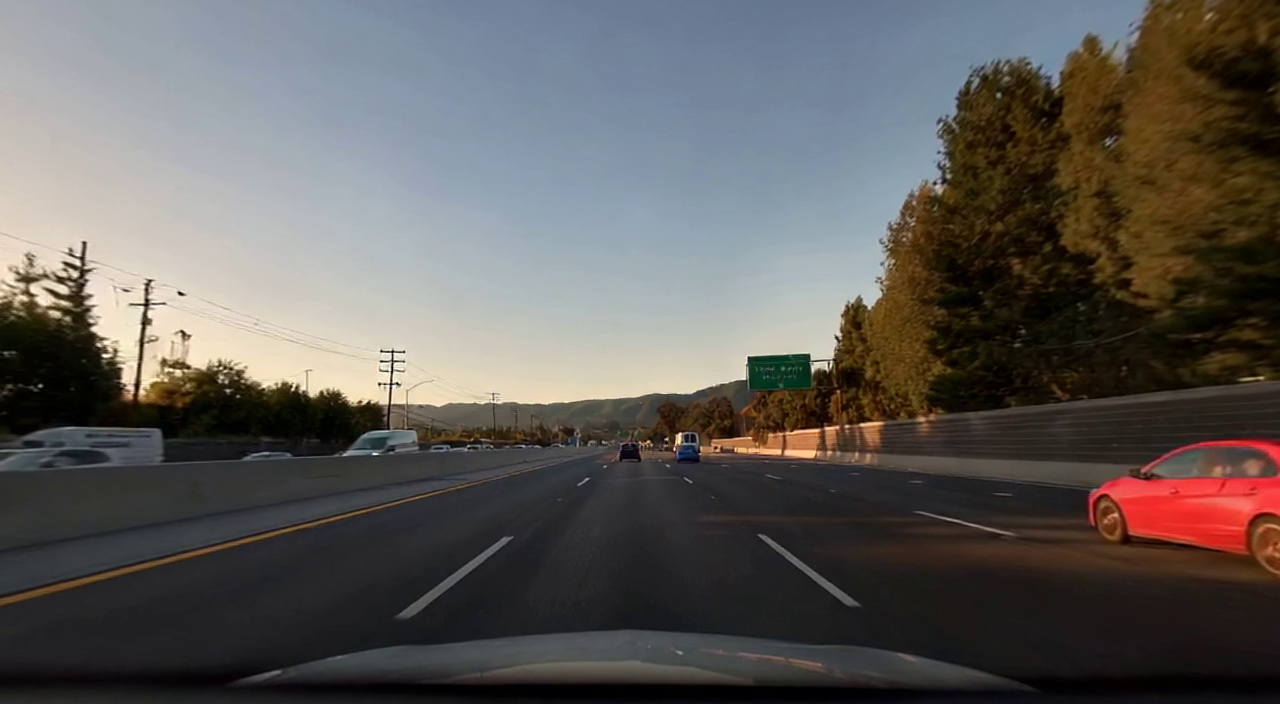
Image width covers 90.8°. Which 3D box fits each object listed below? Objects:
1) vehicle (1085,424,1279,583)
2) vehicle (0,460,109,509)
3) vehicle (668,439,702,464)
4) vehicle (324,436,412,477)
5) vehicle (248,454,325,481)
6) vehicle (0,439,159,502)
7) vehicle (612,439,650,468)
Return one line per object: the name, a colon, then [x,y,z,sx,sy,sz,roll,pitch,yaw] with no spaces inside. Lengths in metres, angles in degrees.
vehicle: [7.081,1.440,6.050,2.111,1.482,4.734,0,-9,-1]
vehicle: [-21.020,4.438,21.437,2.019,1.468,4.558,0,-9,0]
vehicle: [3.347,7.533,47.860,2.036,1.796,4.470,0,-9,-2]
vehicle: [-13.790,5.336,32.495,2.181,1.941,5.247,0,-9,0]
vehicle: [-21.459,7.011,38.588,2.063,1.474,4.684,0,-9,-1]
vehicle: [-25.344,5.015,27.428,3.257,2.357,7.209,0,-9,-1]
vehicle: [-0.578,6.523,40.731,2.325,1.712,4.592,0,-9,0]
